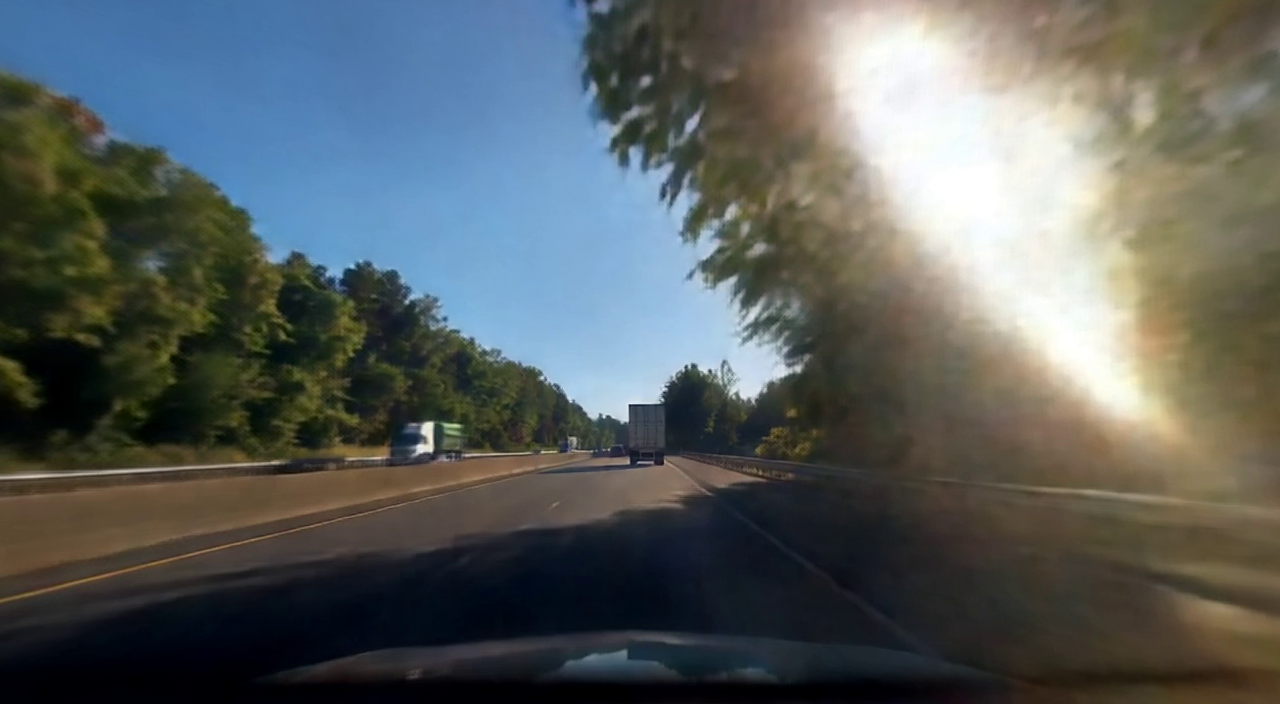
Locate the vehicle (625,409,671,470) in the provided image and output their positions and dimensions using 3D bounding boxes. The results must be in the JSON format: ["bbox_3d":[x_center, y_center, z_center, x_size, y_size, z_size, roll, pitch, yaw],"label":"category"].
[{"bbox_3d":[0.431,6.512,46.452,3.024,3.965,10.399,0,-9,-1],"label":"vehicle"}]

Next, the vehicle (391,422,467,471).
[{"bbox_3d":[-16.425,7.494,49.834,2.889,3.506,8.390,0,-9,2],"label":"vehicle"}]
